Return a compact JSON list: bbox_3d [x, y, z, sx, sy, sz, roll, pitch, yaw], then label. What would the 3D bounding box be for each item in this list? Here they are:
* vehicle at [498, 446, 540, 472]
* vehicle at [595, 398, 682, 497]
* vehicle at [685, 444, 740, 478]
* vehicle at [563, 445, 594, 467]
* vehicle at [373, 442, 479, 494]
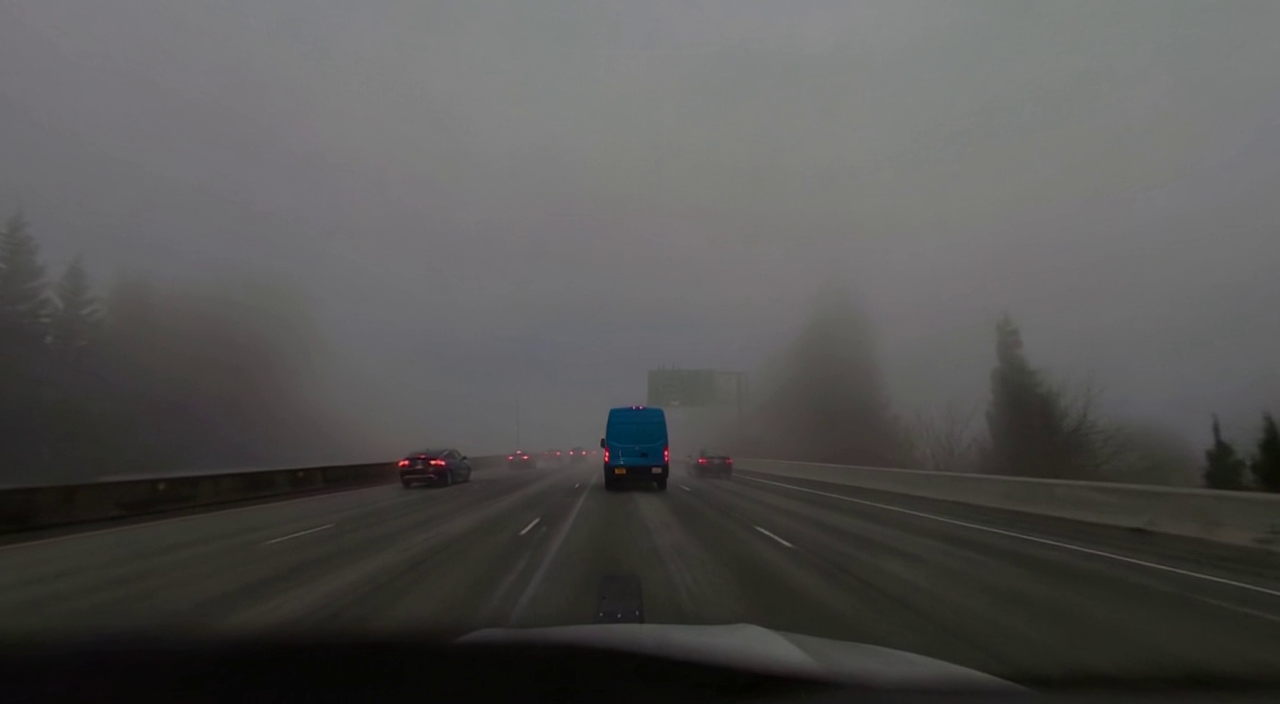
[{"bbox_3d":[-7.683,6.801,40.092,2.026,1.506,4.102,0,-9,-3],"label":"vehicle"},{"bbox_3d":[-0.175,2.884,19.062,2.268,2.551,5.144,0,-9,-3],"label":"vehicle"},{"bbox_3d":[3.399,5.227,30.426,2.015,1.491,4.732,0,-9,-1],"label":"vehicle"},{"bbox_3d":[-4.515,7.737,46.605,2.002,1.536,4.021,0,-9,-2],"label":"vehicle"},{"bbox_3d":[-6.913,3.786,20.807,2.003,1.498,4.386,0,-9,0],"label":"vehicle"}]
